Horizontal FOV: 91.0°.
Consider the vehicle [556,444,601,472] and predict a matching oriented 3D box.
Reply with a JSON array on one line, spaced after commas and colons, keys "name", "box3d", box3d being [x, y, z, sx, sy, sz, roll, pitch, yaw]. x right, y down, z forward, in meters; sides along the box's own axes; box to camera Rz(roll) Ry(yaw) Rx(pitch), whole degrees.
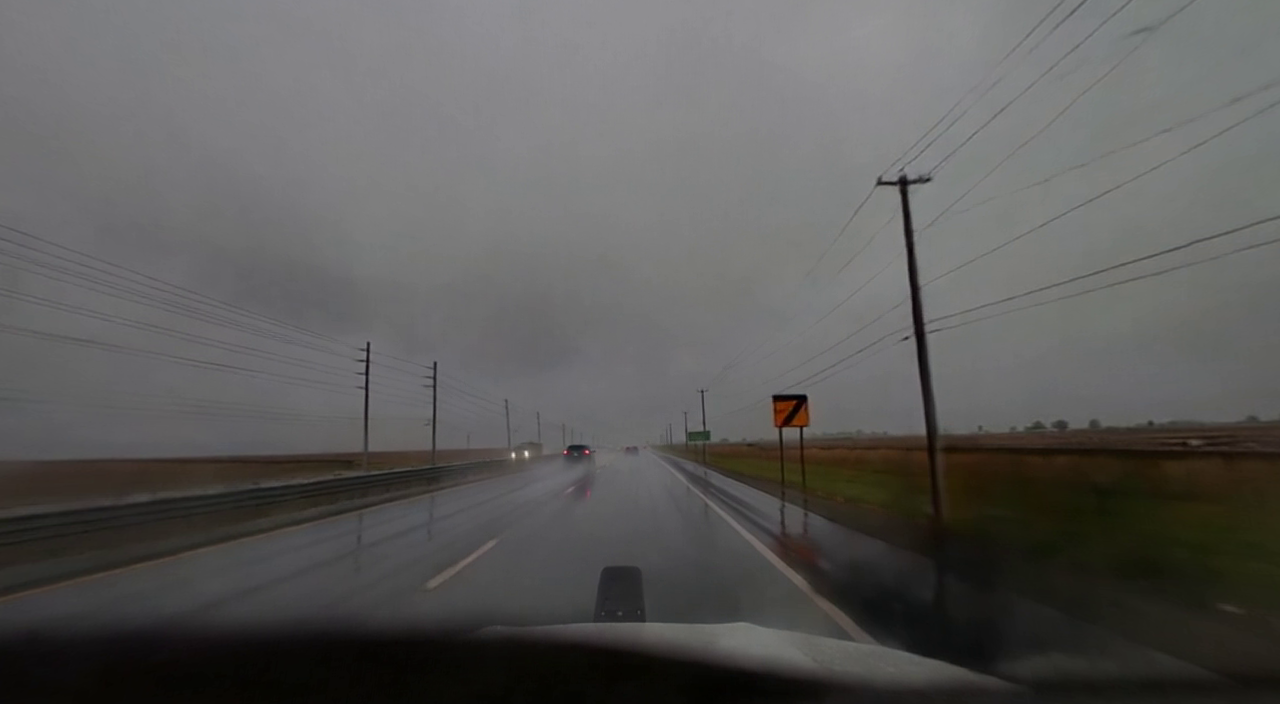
[{"name": "vehicle", "box3d": [-3.548, 6.200, 37.010, 2.106, 1.543, 4.465, 0, -9, 1]}]
